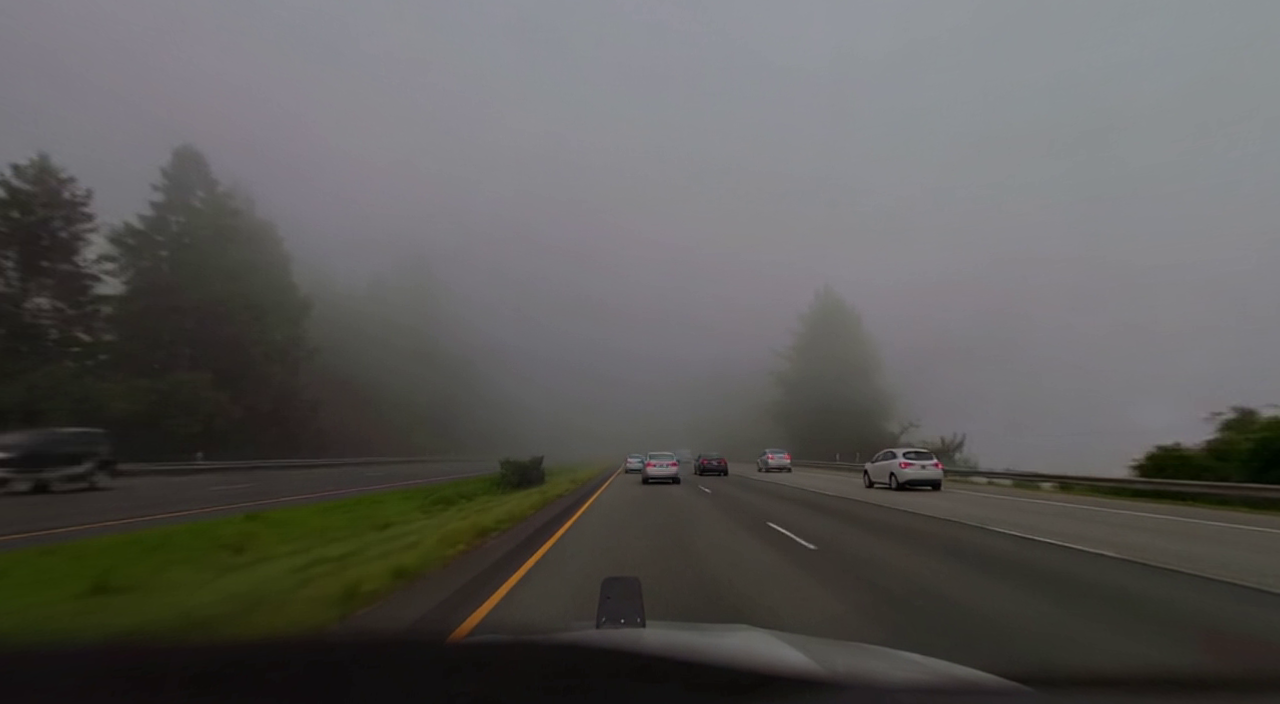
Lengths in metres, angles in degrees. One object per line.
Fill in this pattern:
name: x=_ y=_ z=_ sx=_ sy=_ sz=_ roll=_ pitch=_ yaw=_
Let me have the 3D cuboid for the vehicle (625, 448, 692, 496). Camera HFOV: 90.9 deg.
vehicle: x=0.563 y=3.927 z=20.926 sx=2.020 sy=1.426 sz=3.702 roll=0 pitch=-9 yaw=0

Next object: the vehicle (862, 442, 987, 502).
vehicle: x=8.188 y=3.473 z=18.545 sx=1.847 sy=1.554 sz=3.752 roll=0 pitch=-9 yaw=-1

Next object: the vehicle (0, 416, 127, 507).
vehicle: x=-12.139 y=2.012 z=11.564 sx=1.950 sy=1.566 sz=4.141 roll=0 pitch=-9 yaw=0

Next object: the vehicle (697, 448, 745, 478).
vehicle: x=4.282 y=5.944 z=34.040 sx=1.981 sy=1.518 sz=4.029 roll=0 pitch=-9 yaw=-1

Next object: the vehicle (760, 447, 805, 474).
vehicle: x=8.988 y=6.901 z=40.105 sx=1.957 sy=1.594 sz=3.632 roll=0 pitch=-9 yaw=-1
